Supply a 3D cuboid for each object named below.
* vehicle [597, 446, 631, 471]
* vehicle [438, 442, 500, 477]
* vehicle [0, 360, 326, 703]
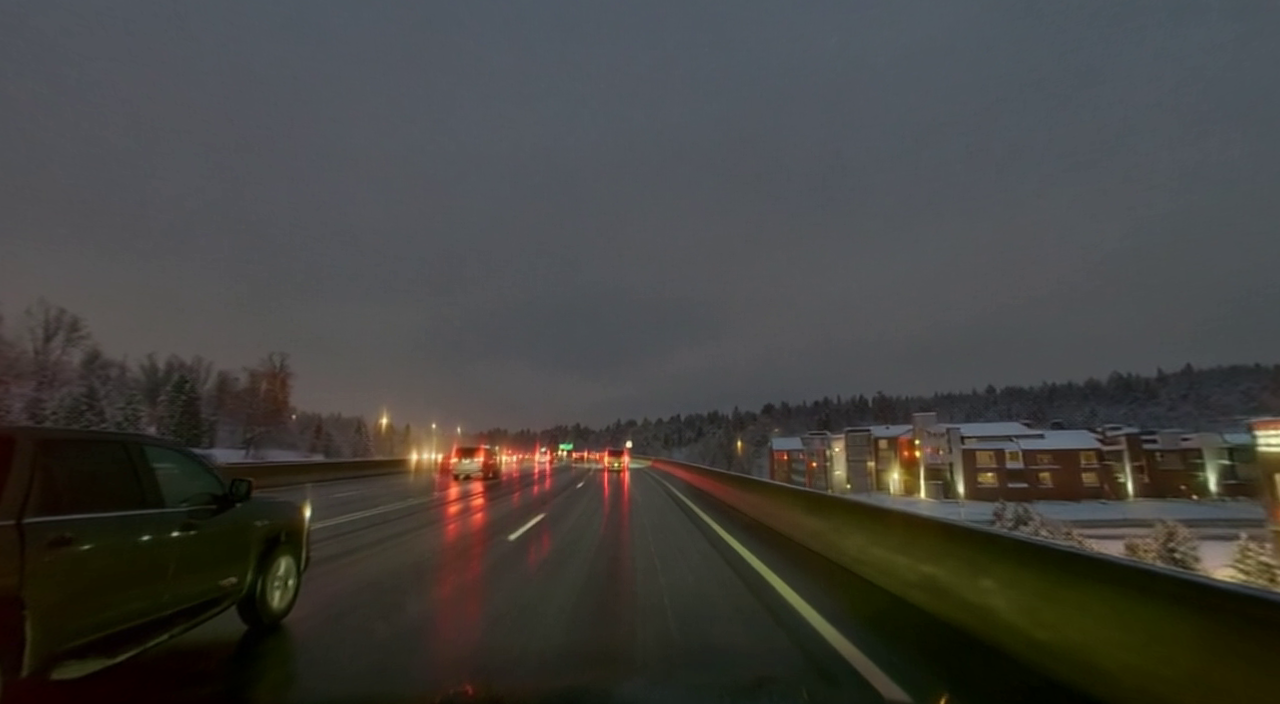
[{"bbox_3d":[-1.745,7.120,42.337,2.110,1.501,4.319,0,-8,-2],"label":"vehicle"},{"bbox_3d":[-8.736,5.518,32.594,2.065,1.689,4.399,0,-8,-1],"label":"vehicle"},{"bbox_3d":[-3.656,0.948,2.861,2.036,1.717,4.592,-1,-8,1],"label":"vehicle"}]
